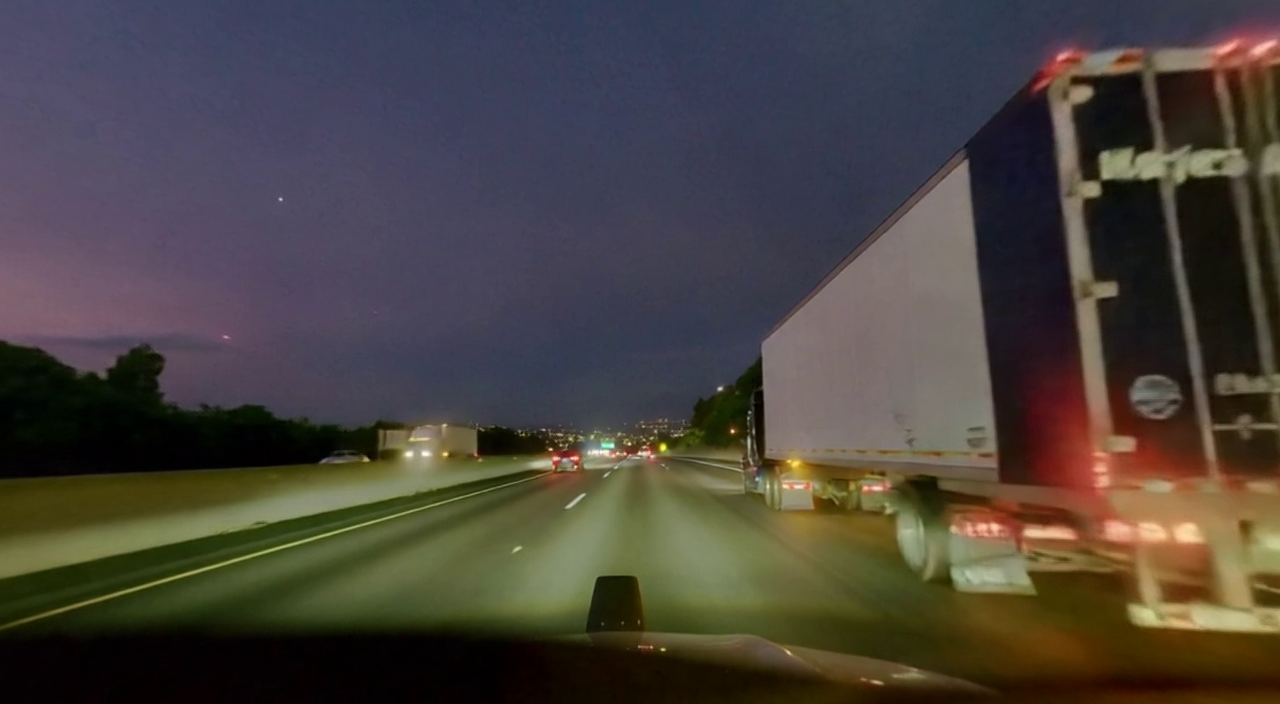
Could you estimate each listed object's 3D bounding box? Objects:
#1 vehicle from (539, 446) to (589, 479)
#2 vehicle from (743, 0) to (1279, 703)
[{"bbox_3d":[-3.590,5.322,30.556,1.918,1.510,4.006,0,-9,0],"label":"vehicle"},{"bbox_3d":[4.201,0.665,9.112,3.025,4.005,14.010,0,-9,0],"label":"vehicle"}]
